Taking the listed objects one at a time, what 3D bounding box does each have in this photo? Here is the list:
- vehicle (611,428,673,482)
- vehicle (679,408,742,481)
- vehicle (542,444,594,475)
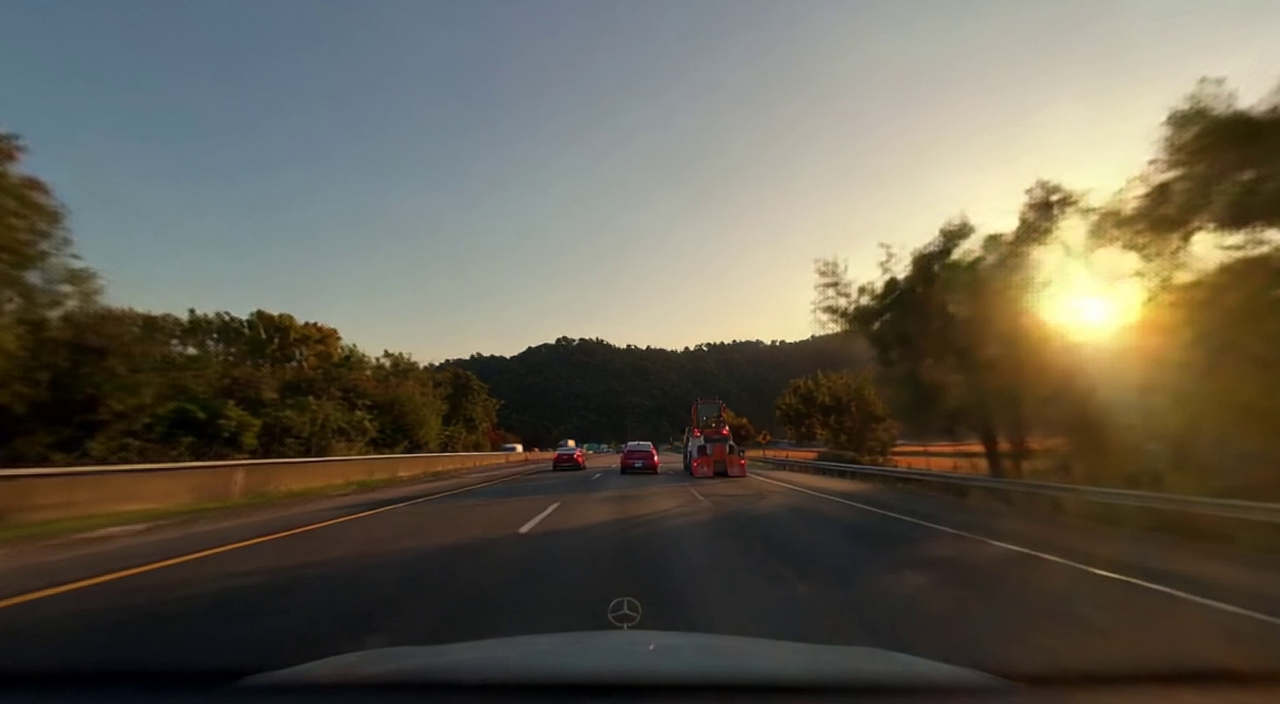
[{"bbox_3d":[0.083,4.208,25.960,2.308,1.993,4.631,0,-8,1],"label":"vehicle"},{"bbox_3d":[4.026,5.575,38.193,2.793,3.828,9.580,0,-8,1],"label":"vehicle"},{"bbox_3d":[-3.601,5.471,32.441,2.096,1.469,4.319,0,-8,1],"label":"vehicle"}]
